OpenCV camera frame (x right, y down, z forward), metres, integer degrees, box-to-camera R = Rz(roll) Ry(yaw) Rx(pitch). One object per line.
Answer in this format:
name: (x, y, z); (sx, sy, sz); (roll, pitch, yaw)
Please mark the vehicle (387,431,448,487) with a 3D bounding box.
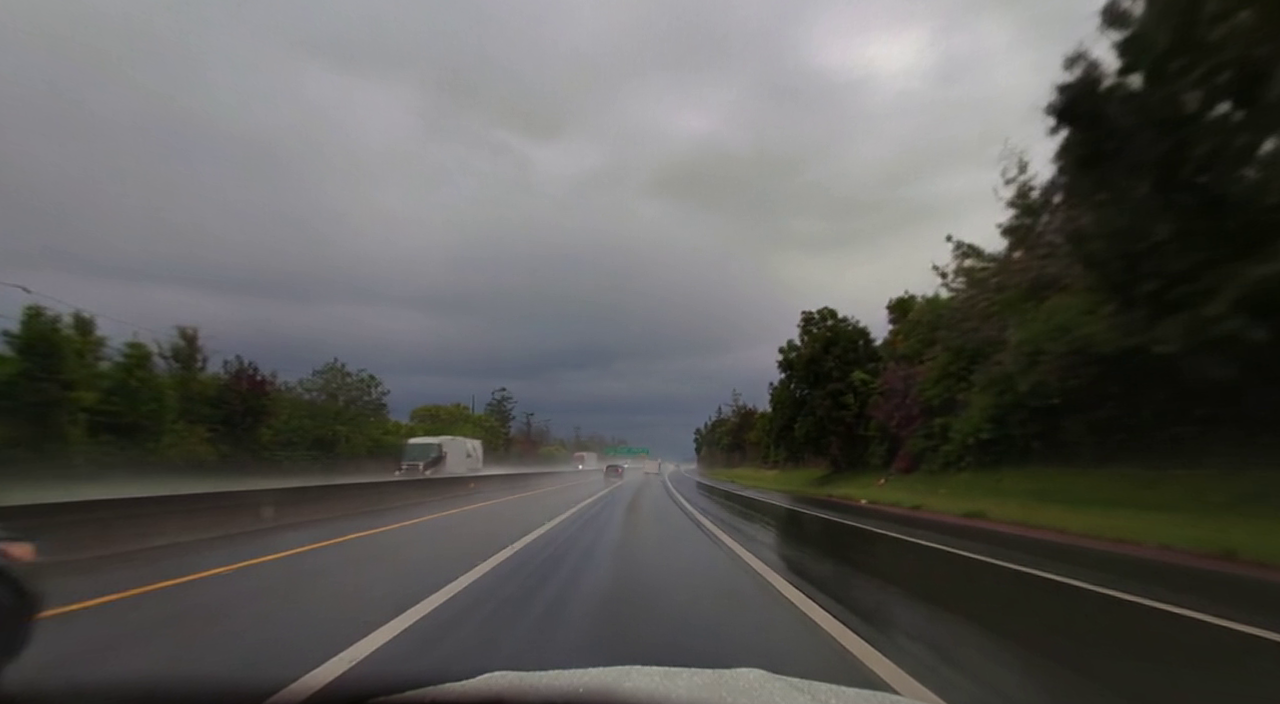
vehicle: (-16.566, 8.046, 47.247); (2.947, 3.901, 3.604); (1, -11, 2)
